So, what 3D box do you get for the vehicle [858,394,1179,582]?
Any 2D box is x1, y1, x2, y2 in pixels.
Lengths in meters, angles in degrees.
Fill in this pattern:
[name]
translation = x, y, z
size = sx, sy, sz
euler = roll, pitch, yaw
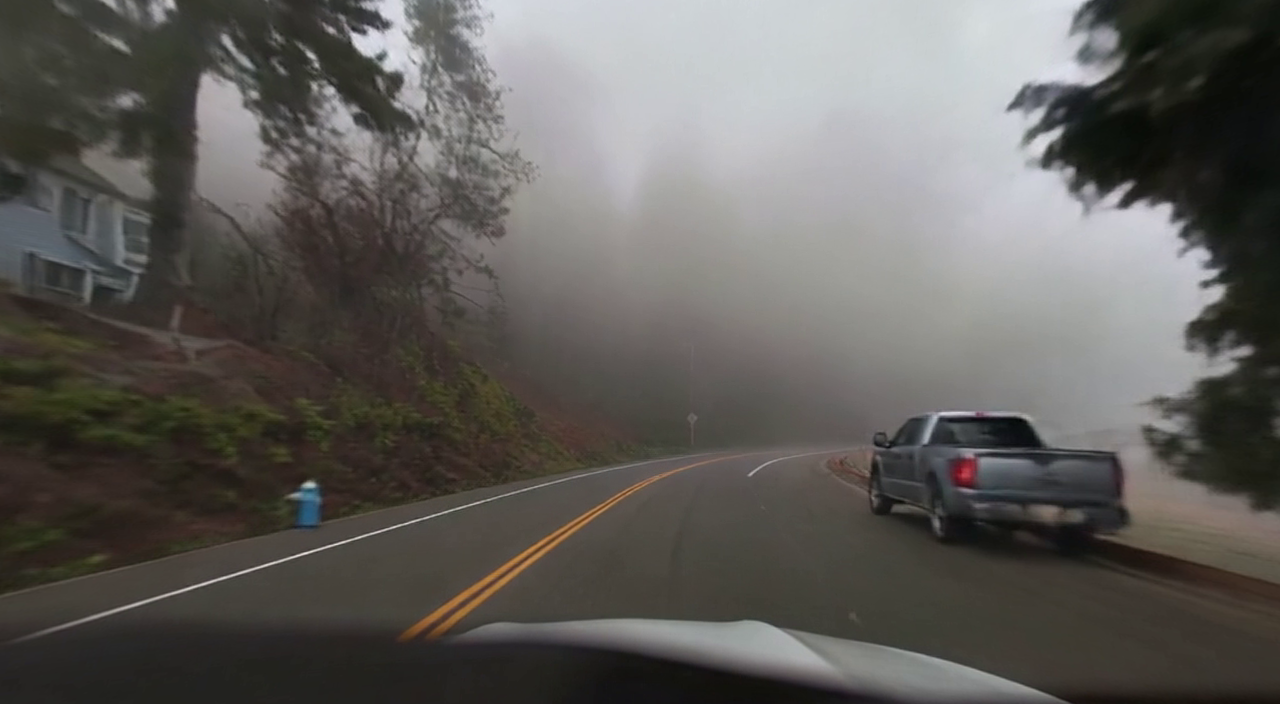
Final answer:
[vehicle]
translation = 4.529, 1.635, 8.537
size = 1.992, 1.817, 4.467
euler = 0, -8, 7
